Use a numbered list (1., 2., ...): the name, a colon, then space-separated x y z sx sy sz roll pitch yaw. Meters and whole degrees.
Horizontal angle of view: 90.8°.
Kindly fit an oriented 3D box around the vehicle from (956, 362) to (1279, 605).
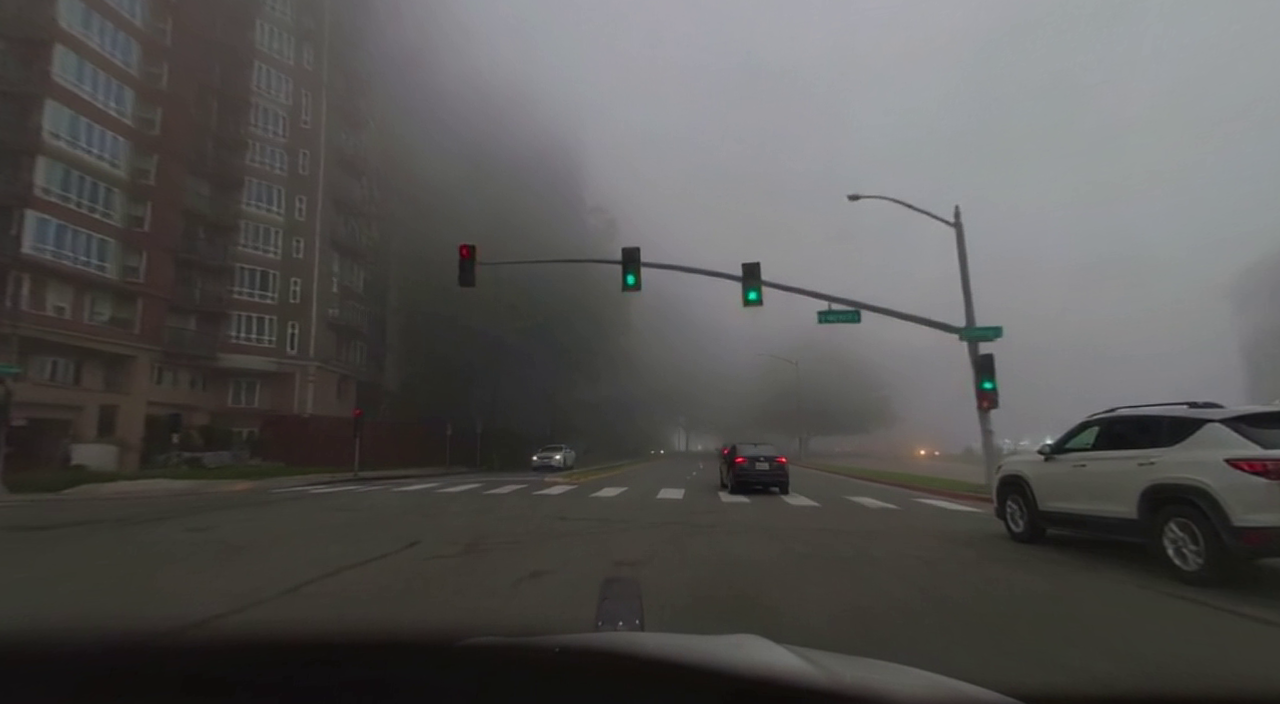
1. vehicle: 6.584 1.480 7.730 2.427 2.017 5.763 0 -9 0

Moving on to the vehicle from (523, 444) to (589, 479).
1. vehicle: -3.828 5.076 29.596 2.032 1.484 4.437 -1 -9 6

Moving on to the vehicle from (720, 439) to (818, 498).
1. vehicle: 3.578 3.320 18.423 2.003 1.480 4.494 0 -9 1
